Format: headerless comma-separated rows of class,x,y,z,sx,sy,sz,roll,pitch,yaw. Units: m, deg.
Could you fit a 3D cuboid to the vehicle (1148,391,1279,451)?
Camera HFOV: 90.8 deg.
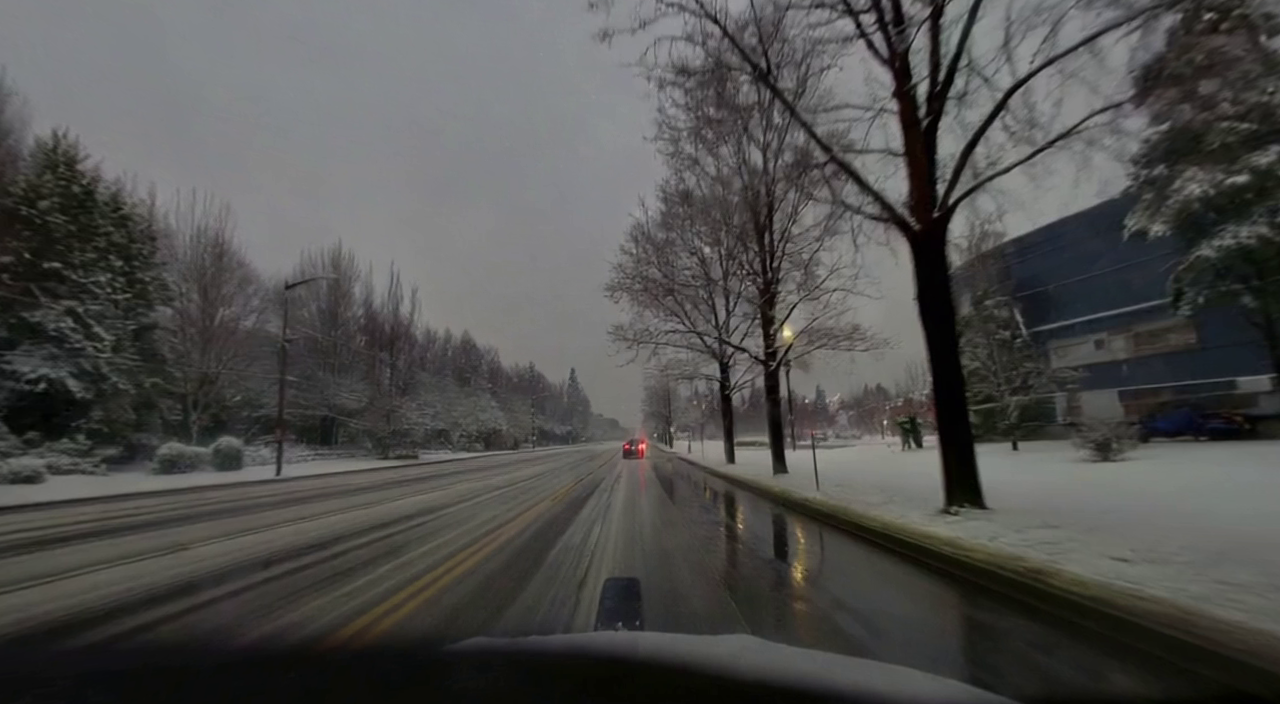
vehicle,30.123,3.559,32.476,5.760,2.710,2.321,-2,-9,-2
